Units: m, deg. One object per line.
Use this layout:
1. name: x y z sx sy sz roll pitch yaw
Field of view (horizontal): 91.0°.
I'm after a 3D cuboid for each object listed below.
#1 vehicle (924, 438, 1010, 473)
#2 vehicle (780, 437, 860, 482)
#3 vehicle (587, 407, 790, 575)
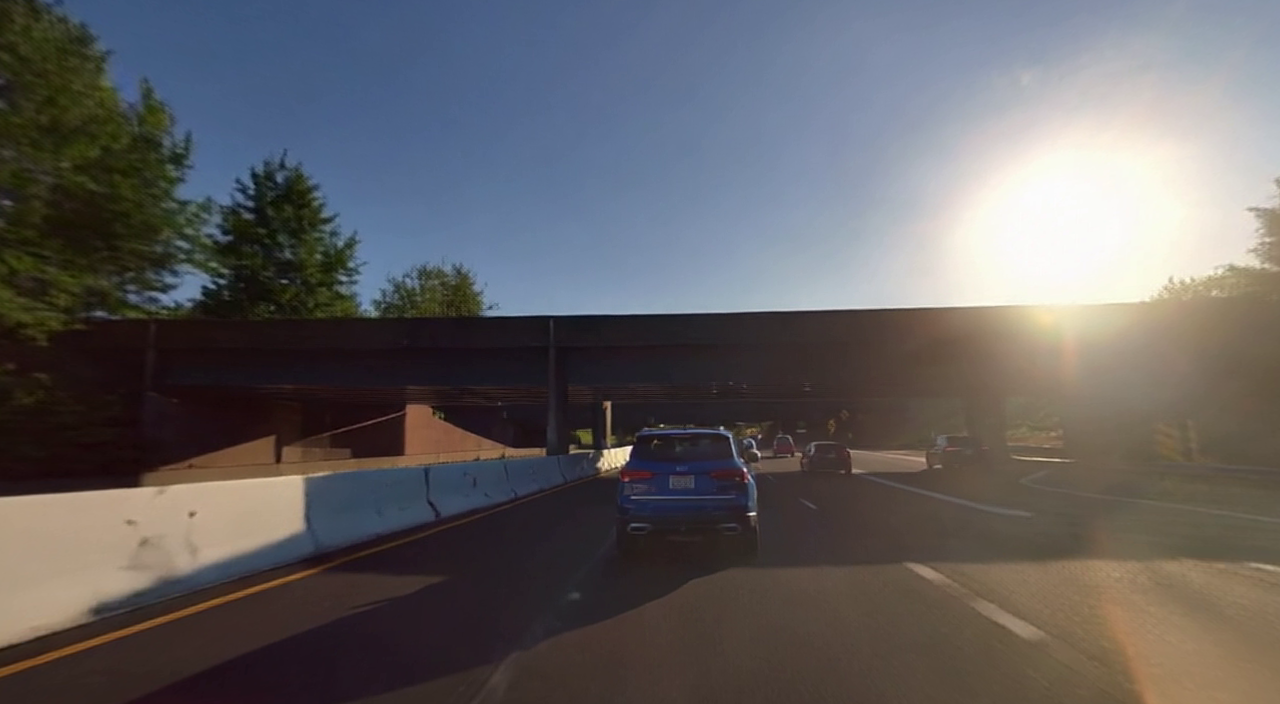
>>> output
1. vehicle: 14.917 4.724 29.046 1.990 1.478 4.475 -1 -8 7
2. vehicle: 6.456 3.883 23.100 1.962 1.442 4.536 -1 -8 5
3. vehicle: 0.715 1.682 8.393 2.021 1.635 4.085 -1 -8 7
